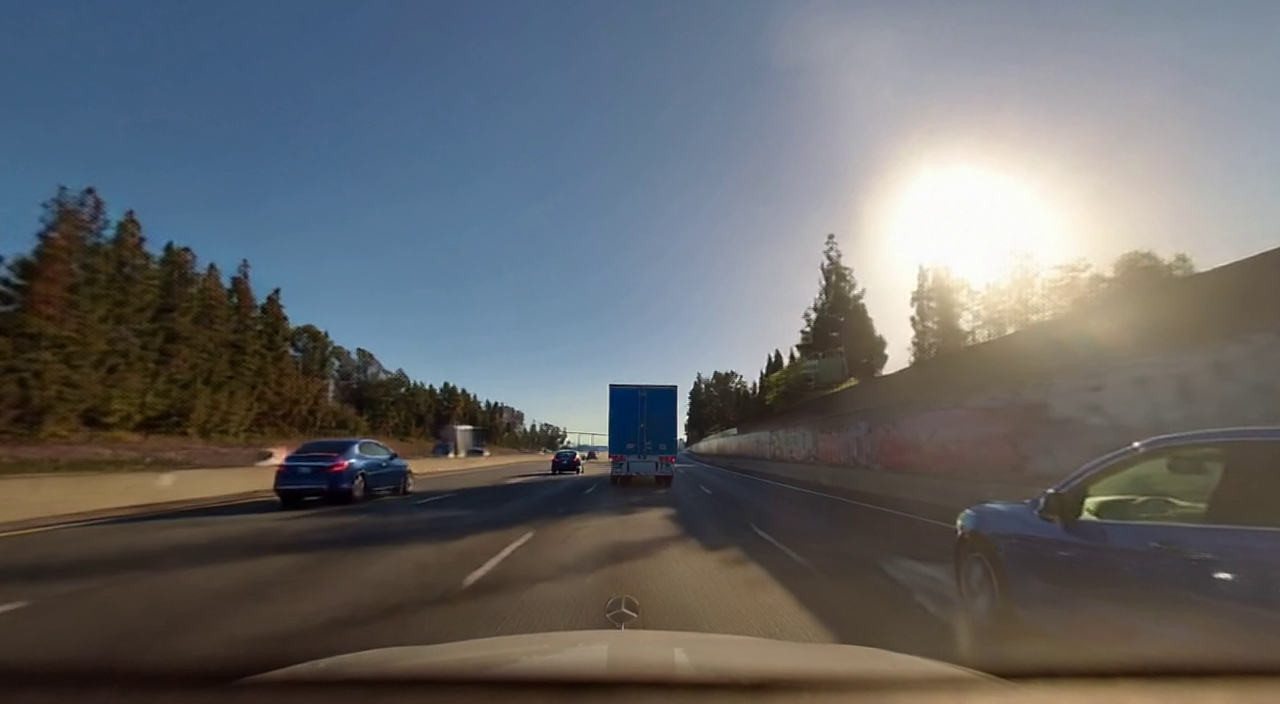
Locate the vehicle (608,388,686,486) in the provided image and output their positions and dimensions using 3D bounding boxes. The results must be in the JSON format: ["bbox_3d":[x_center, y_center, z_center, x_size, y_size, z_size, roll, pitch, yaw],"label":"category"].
[{"bbox_3d":[0.197,3.976,28.758,2.915,3.661,9.741,0,-9,-1],"label":"vehicle"}]

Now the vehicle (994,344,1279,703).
[{"bbox_3d":[3.692,0.776,2.304,2.205,1.689,4.403,0,-9,0],"label":"vehicle"}]

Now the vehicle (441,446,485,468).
[{"bbox_3d":[-13.146,7.842,47.054,2.003,1.516,3.922,-1,-9,3],"label":"vehicle"}]

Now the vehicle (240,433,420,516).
[{"bbox_3d":[-6.799,2.729,14.420,2.005,1.607,4.042,0,-9,1],"label":"vehicle"}]

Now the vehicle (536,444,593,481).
[{"bbox_3d":[-3.301,4.944,28.275,2.020,1.505,4.171,0,-9,1],"label":"vehicle"}]
